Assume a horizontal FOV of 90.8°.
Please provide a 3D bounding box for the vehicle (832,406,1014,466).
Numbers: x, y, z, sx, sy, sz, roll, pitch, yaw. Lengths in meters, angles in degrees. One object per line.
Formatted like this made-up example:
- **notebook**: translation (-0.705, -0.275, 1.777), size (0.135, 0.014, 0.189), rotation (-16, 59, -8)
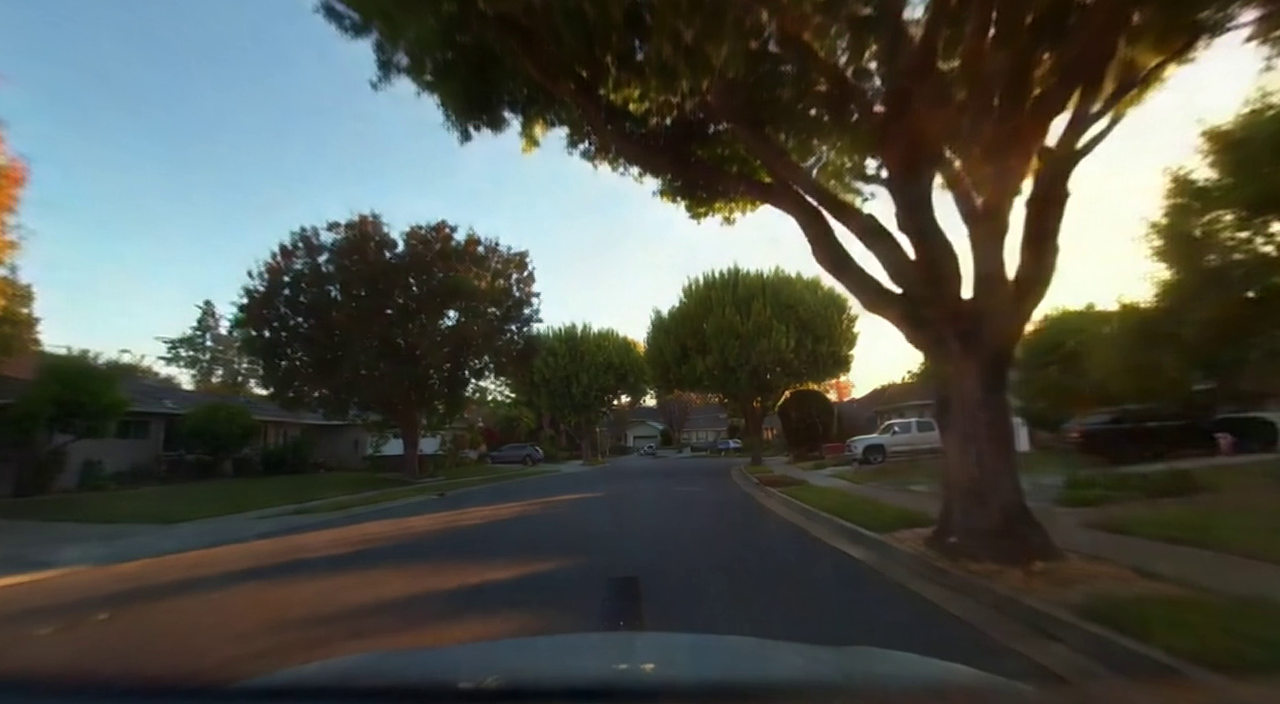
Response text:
- **vehicle**: translation (11.098, 3.383, 25.331), size (6.053, 2.240, 2.582), rotation (-1, -9, 6)
